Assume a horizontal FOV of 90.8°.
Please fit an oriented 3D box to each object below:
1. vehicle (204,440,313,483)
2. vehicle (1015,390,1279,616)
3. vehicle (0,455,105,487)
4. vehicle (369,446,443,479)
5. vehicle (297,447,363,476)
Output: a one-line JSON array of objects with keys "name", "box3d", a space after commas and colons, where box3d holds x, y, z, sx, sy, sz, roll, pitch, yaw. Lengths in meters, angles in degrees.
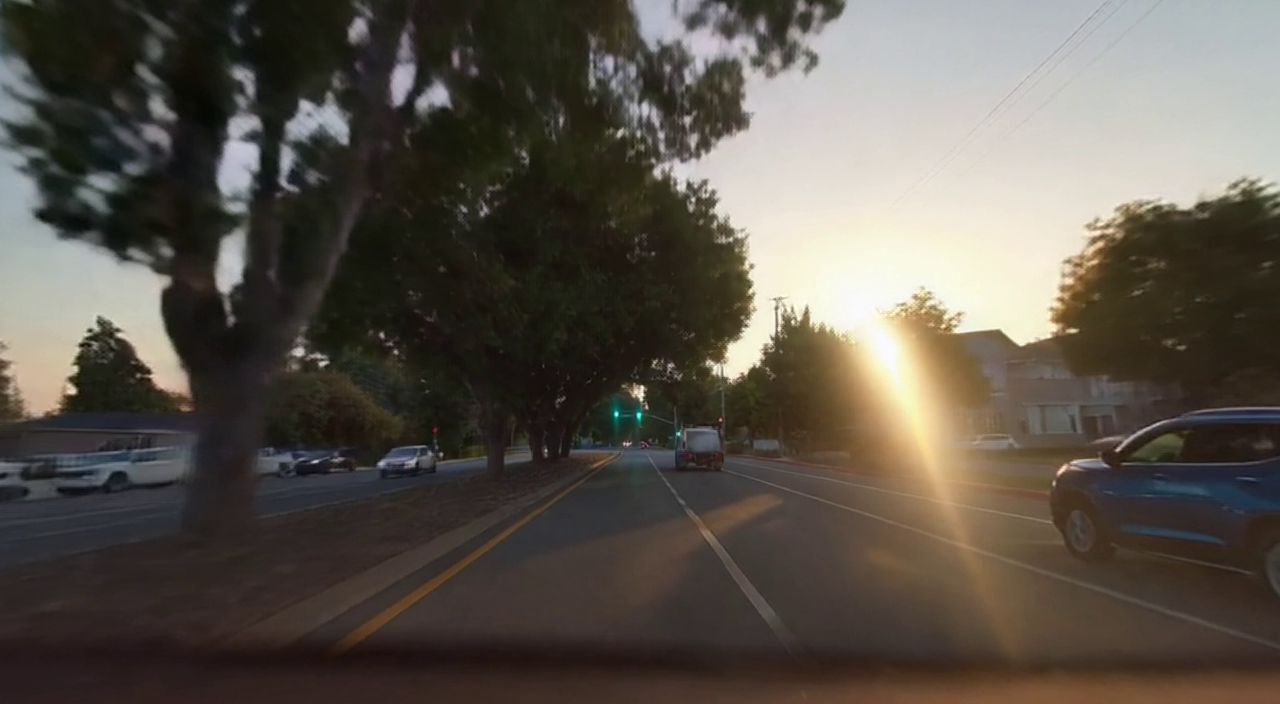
[{"name": "vehicle", "box3d": [-19.645, 5.646, 32.945, 2.281, 2.035, 5.418, 0, -8, 0]}, {"name": "vehicle", "box3d": [6.030, 1.335, 5.997, 2.012, 1.754, 4.635, 0, -8, -1]}, {"name": "vehicle", "box3d": [-28.824, 5.715, 30.494, 4.228, 1.456, 1.998, -1, -8, 2]}, {"name": "vehicle", "box3d": [-11.580, 5.466, 31.628, 1.888, 1.480, 4.644, 0, -8, 0]}, {"name": "vehicle", "box3d": [-19.565, 6.888, 40.081, 2.060, 1.665, 4.282, 0, -8, -1]}]
